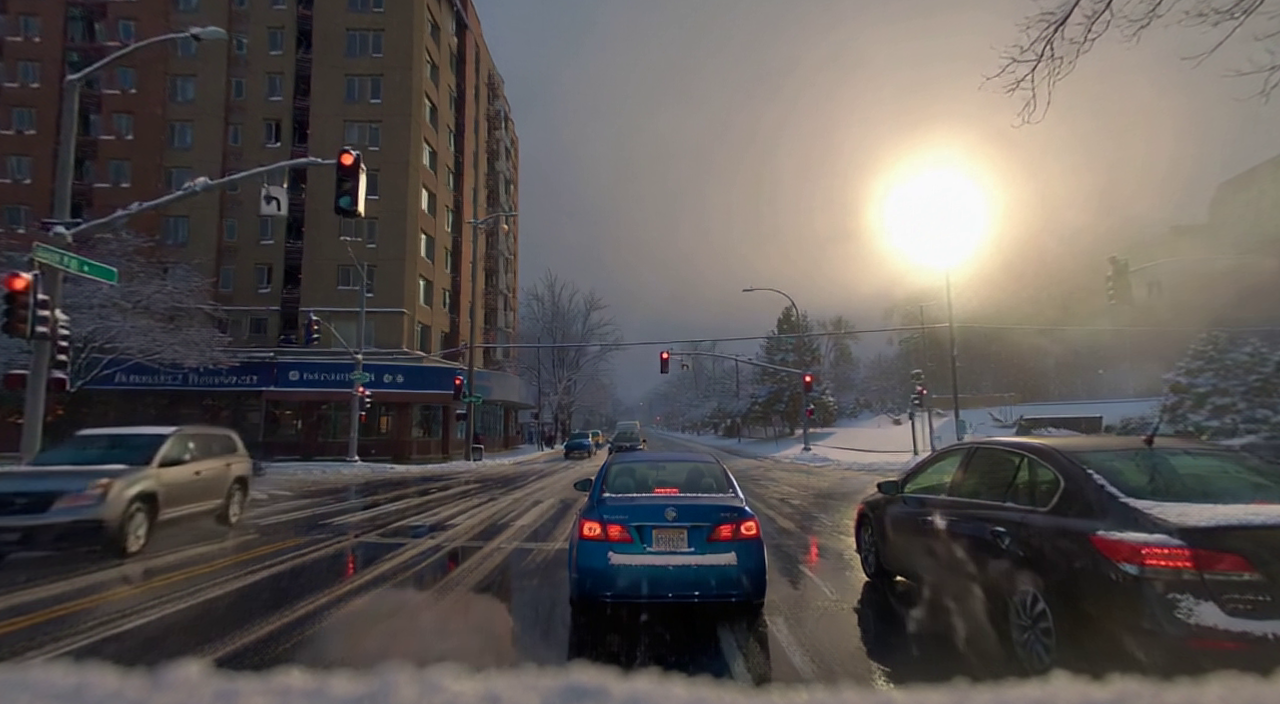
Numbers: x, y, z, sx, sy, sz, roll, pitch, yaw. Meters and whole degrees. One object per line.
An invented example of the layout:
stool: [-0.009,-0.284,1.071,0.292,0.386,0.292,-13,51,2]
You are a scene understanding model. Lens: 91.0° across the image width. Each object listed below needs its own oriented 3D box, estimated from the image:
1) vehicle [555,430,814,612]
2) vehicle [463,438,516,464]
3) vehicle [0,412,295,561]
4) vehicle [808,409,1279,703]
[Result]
vehicle: [0.282,1.693,7.283,2.132,1.464,4.089,0,-8,-3]
vehicle: [-9.733,6.428,41.022,2.030,1.596,3.912,-1,-9,8]
vehicle: [-8.529,2.156,11.076,2.338,1.889,5.998,1,-8,-9]
vehicle: [2.811,1.289,4.570,1.961,1.498,4.356,0,-8,0]
